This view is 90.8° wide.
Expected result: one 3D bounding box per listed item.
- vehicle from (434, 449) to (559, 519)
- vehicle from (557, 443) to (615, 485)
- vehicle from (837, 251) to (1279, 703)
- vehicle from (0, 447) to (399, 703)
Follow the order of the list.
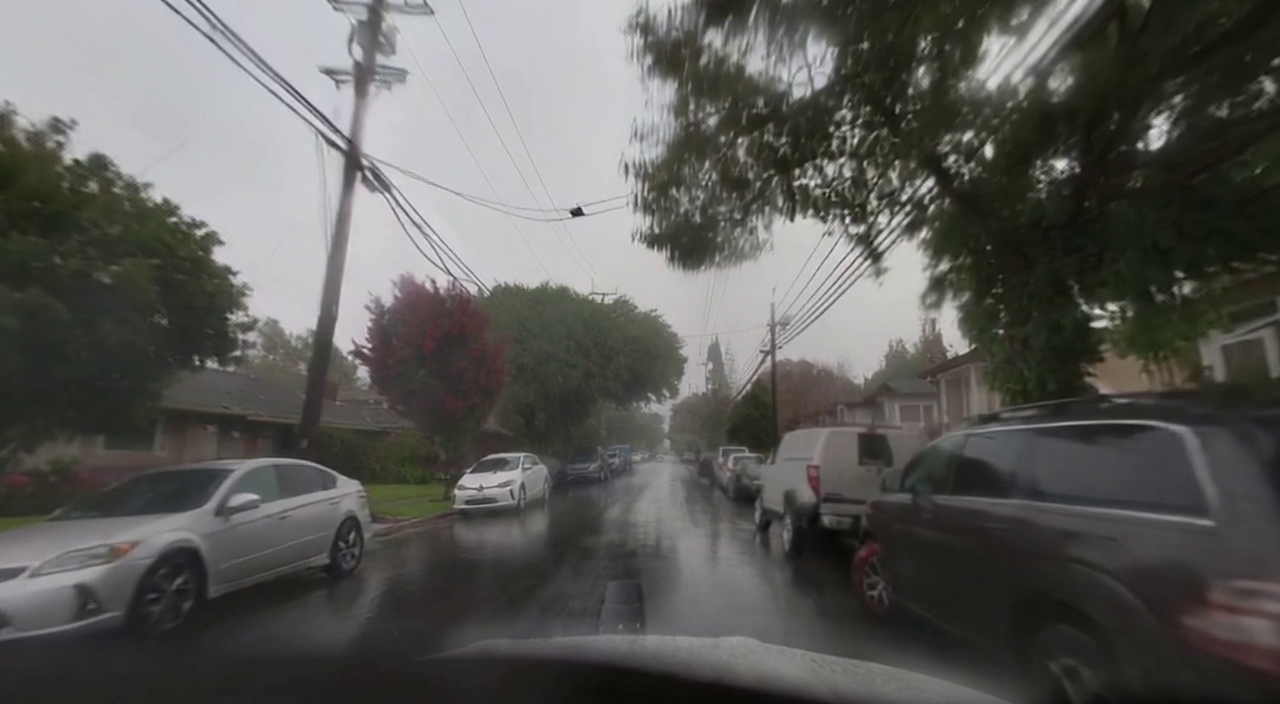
[{"bbox_3d":[-3.580,3.384,16.781,1.988,1.541,4.686,-1,-9,3],"label":"vehicle"},{"bbox_3d":[-2.638,5.618,32.165,2.280,1.953,5.092,-1,-9,3],"label":"vehicle"},{"bbox_3d":[2.672,0.958,3.323,1.992,1.853,4.704,-1,-9,4],"label":"vehicle"},{"bbox_3d":[-4.225,1.687,6.067,1.796,1.532,4.244,-1,-9,6],"label":"vehicle"}]
